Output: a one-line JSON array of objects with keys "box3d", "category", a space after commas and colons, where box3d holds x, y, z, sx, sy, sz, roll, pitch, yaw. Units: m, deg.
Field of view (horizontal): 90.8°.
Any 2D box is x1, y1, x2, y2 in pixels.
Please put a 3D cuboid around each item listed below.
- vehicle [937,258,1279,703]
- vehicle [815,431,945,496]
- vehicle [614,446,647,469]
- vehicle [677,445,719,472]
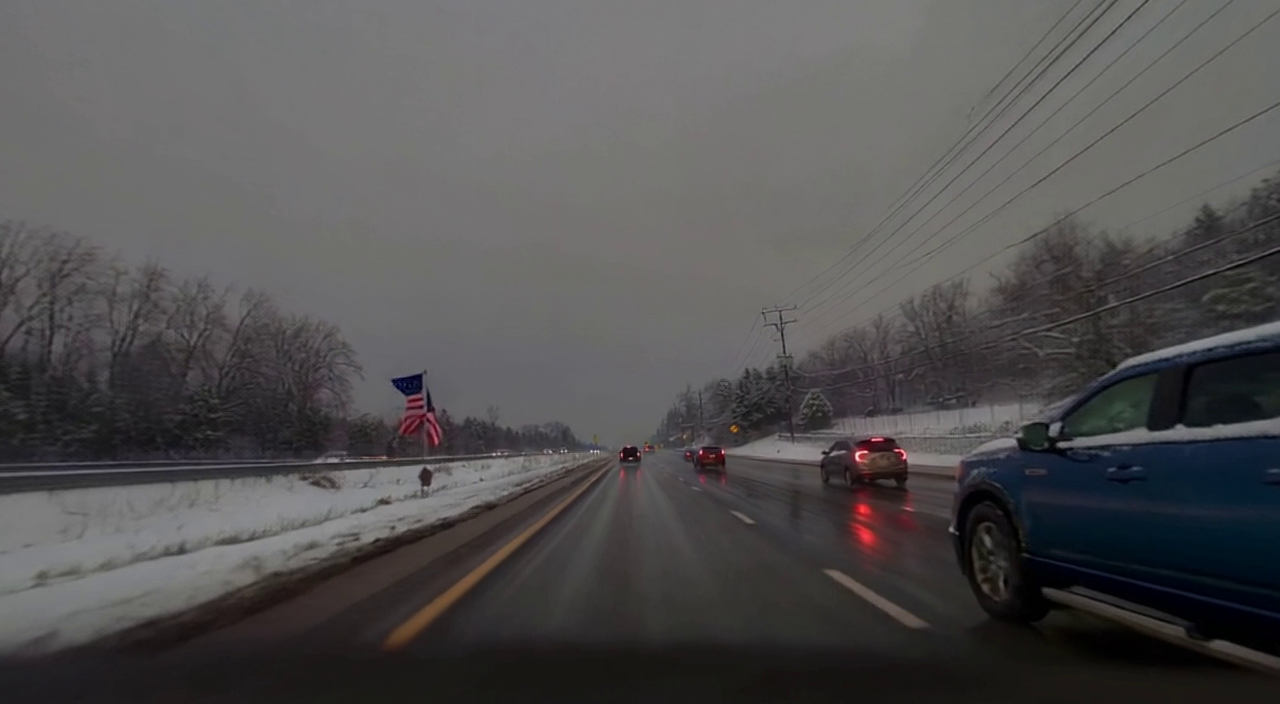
[{"box3d": [3.675, 0.593, 1.986, 2.461, 2.013, 6.075, 0, -8, -1], "category": "vehicle"}, {"box3d": [7.323, 3.443, 19.938, 2.114, 1.800, 4.779, 0, -8, -1], "category": "vehicle"}, {"box3d": [-0.602, 6.922, 41.719, 2.085, 1.449, 3.860, 0, -8, -1], "category": "vehicle"}, {"box3d": [3.339, 6.251, 37.272, 1.978, 1.488, 4.252, 0, -8, -2], "category": "vehicle"}]
